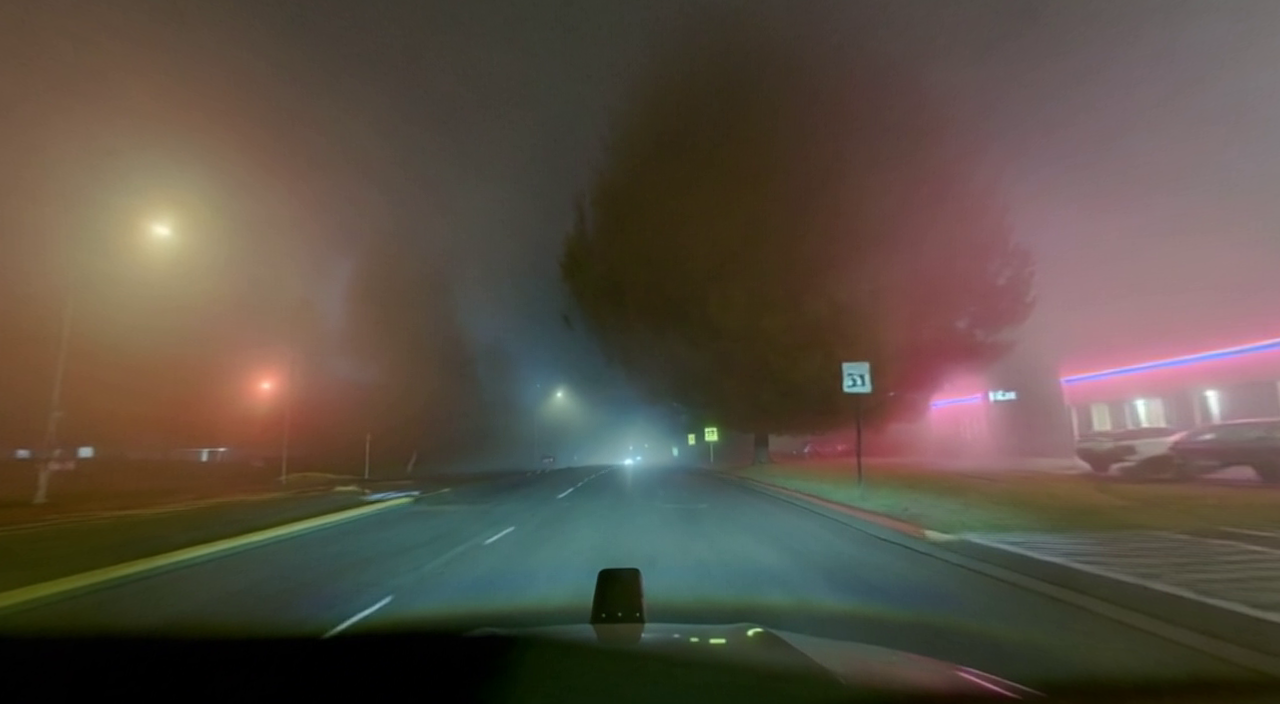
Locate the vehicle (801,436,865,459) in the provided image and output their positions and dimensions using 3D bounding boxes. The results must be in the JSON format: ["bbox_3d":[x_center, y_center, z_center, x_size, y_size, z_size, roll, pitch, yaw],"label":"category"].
[{"bbox_3d":[14.701,7.311,48.305,4.290,1.717,2.013,-1,-9,5],"label":"vehicle"}]

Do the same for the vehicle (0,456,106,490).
[{"bbox_3d":[-35.836,7.305,38.537,2.007,1.822,4.919,0,-9,2],"label":"vehicle"}]

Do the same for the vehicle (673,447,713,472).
[{"bbox_3d":[3.317,6.804,40.255,2.080,1.503,4.821,0,-9,0],"label":"vehicle"}]
